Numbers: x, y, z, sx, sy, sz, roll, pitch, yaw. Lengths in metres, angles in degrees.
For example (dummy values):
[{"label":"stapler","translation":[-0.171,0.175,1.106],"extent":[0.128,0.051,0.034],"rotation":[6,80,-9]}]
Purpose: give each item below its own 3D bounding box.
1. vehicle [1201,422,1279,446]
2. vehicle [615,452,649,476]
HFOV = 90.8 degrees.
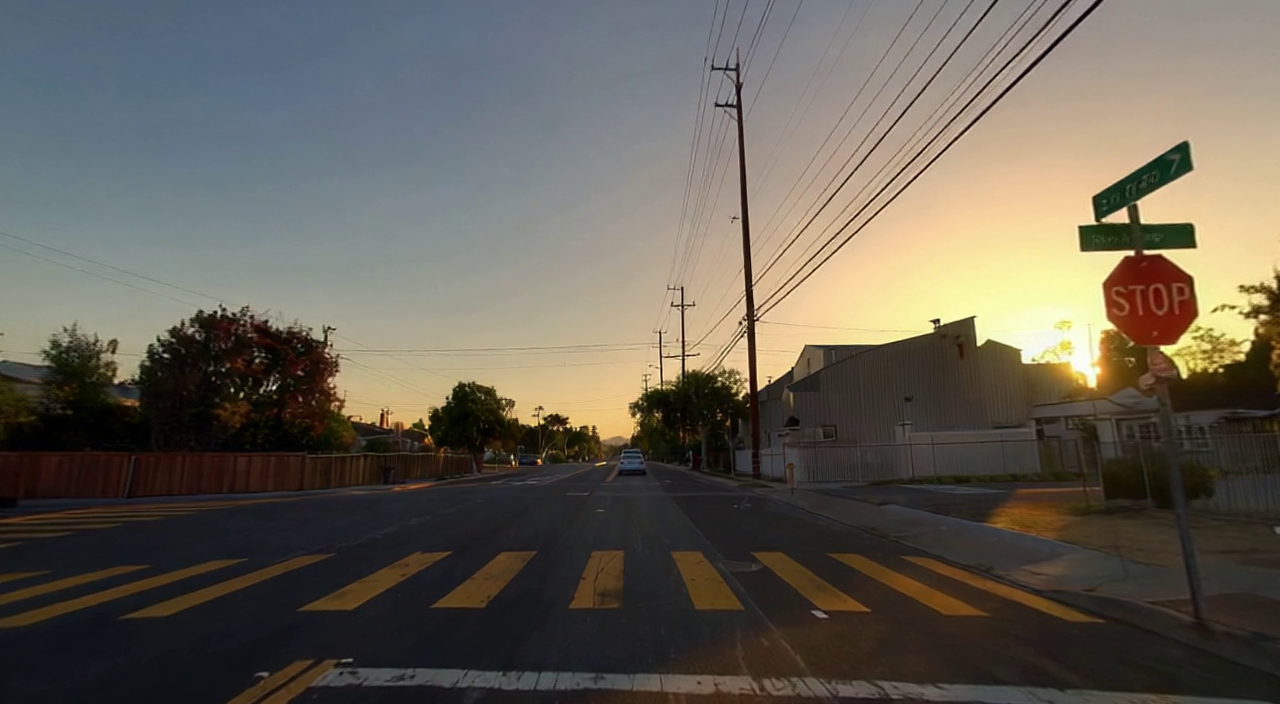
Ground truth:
[{"label":"vehicle","translation":[44.582,6.032,46.200],"extent":[2.251,1.596,5.193],"rotation":[-1,-8,0]},{"label":"vehicle","translation":[-0.487,7.294,41.384],"extent":[2.064,1.477,3.968],"rotation":[0,-9,0]}]
